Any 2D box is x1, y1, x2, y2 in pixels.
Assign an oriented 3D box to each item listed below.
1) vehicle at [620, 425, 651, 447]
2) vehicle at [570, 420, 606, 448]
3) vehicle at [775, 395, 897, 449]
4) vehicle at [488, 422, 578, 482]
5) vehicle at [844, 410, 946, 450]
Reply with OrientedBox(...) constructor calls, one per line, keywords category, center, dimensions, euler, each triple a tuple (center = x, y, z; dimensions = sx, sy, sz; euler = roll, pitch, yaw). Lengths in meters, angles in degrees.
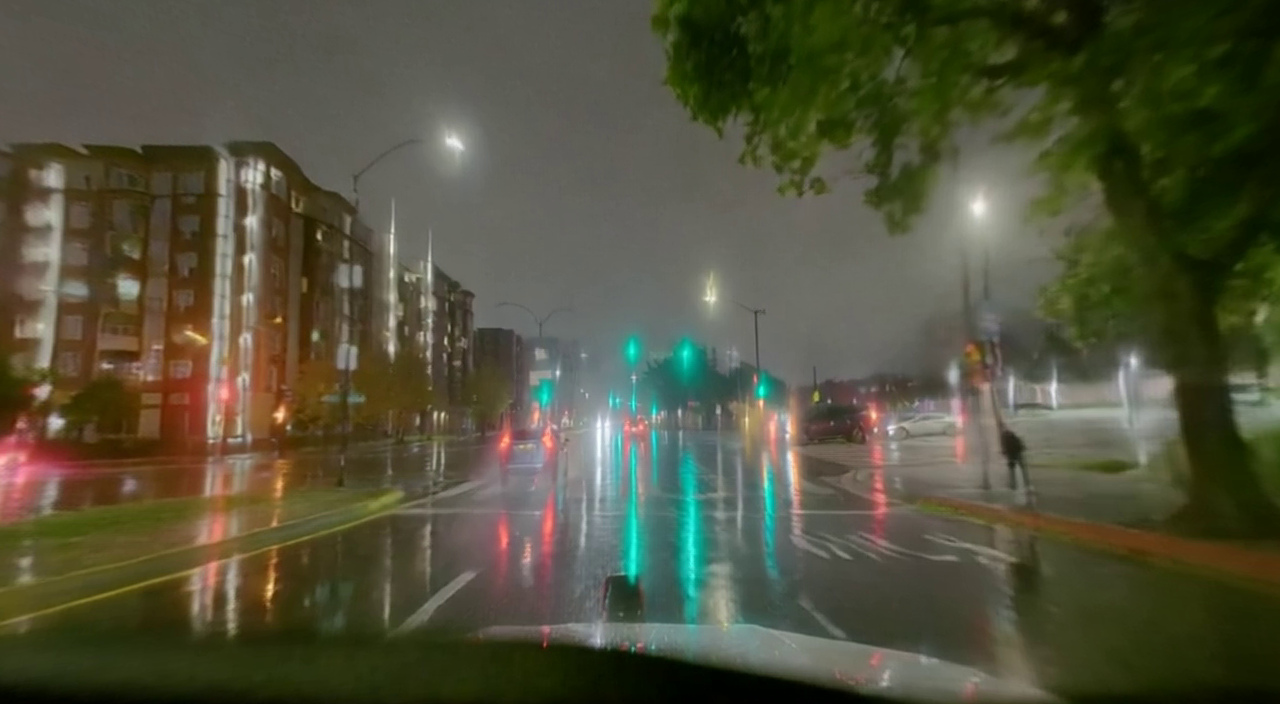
OrientedBox(category="vehicle", center=(-0.336, 5.977, 44.635), dimensions=(2.095, 1.438, 3.843), euler=(0, -9, -1))
OrientedBox(category="vehicle", center=(-3.569, 5.758, 44.069), dimensions=(2.152, 1.802, 4.628), euler=(0, -9, 0))
OrientedBox(category="vehicle", center=(11.704, 4.262, 38.098), dimensions=(6.233, 2.668, 2.627), euler=(-4, -8, -3))
OrientedBox(category="vehicle", center=(-3.326, 3.256, 20.640), dimensions=(2.116, 1.725, 4.315), euler=(0, -9, 1))
OrientedBox(category="vehicle", center=(13.112, 4.021, 32.702), dimensions=(4.328, 1.742, 1.942), euler=(-3, -6, -1))
